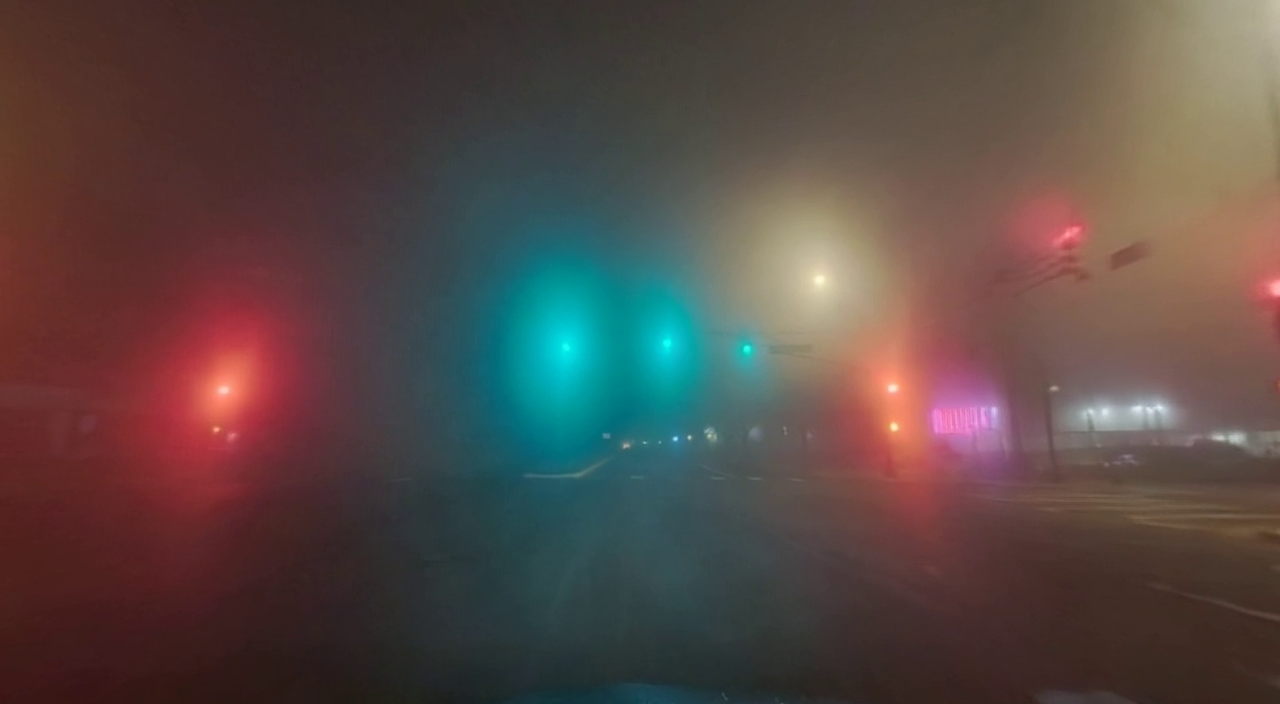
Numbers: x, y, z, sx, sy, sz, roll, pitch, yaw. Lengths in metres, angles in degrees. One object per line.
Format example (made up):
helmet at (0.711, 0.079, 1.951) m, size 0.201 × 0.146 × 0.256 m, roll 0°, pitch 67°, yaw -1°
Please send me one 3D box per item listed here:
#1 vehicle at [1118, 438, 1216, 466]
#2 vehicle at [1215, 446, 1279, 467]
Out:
vehicle at (34.444, 6.543, 41.389) m, size 4.520 × 1.812 × 2.015 m, roll 0°, pitch -9°, yaw 0°
vehicle at (46.709, 7.977, 48.279) m, size 4.083 × 1.466 × 1.972 m, roll 2°, pitch -10°, yaw -14°
